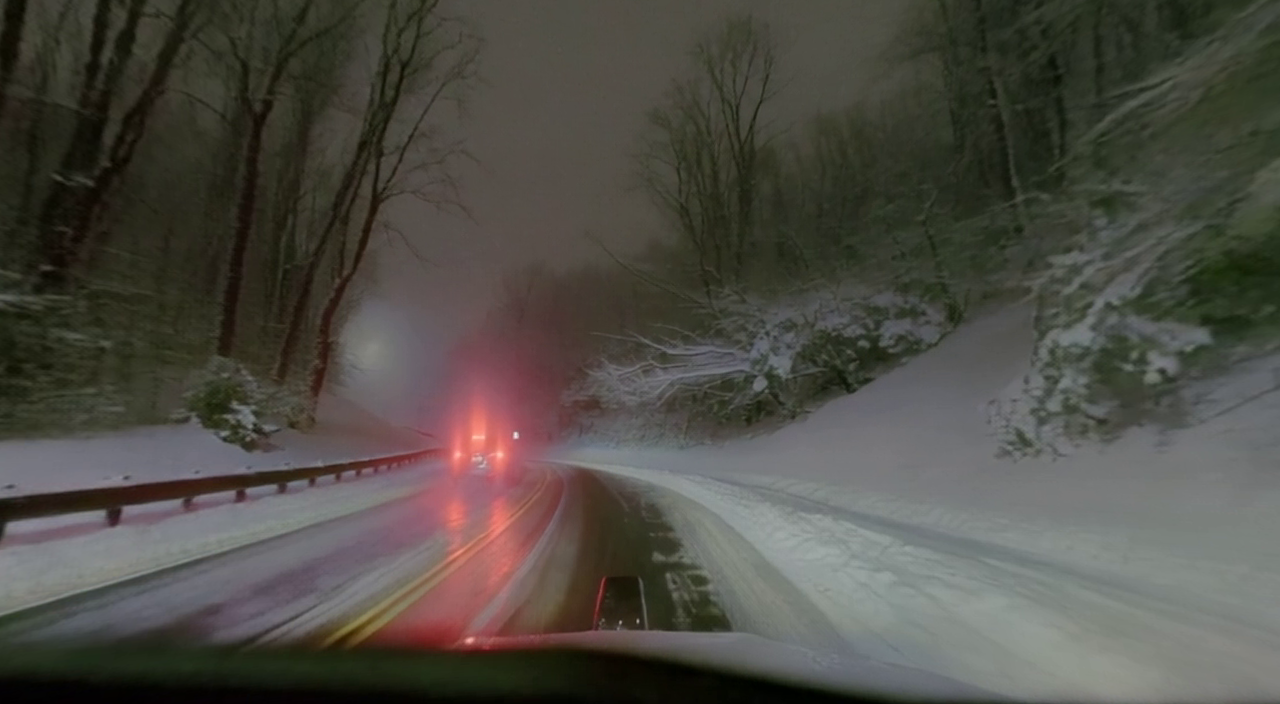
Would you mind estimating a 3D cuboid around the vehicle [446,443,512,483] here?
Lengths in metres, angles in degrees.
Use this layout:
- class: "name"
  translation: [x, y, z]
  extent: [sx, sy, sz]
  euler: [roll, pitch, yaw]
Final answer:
- class: "vehicle"
  translation: [-6.517, 4.512, 26.059]
  extent: [2.042, 1.483, 4.288]
  euler: [1, -9, -7]
